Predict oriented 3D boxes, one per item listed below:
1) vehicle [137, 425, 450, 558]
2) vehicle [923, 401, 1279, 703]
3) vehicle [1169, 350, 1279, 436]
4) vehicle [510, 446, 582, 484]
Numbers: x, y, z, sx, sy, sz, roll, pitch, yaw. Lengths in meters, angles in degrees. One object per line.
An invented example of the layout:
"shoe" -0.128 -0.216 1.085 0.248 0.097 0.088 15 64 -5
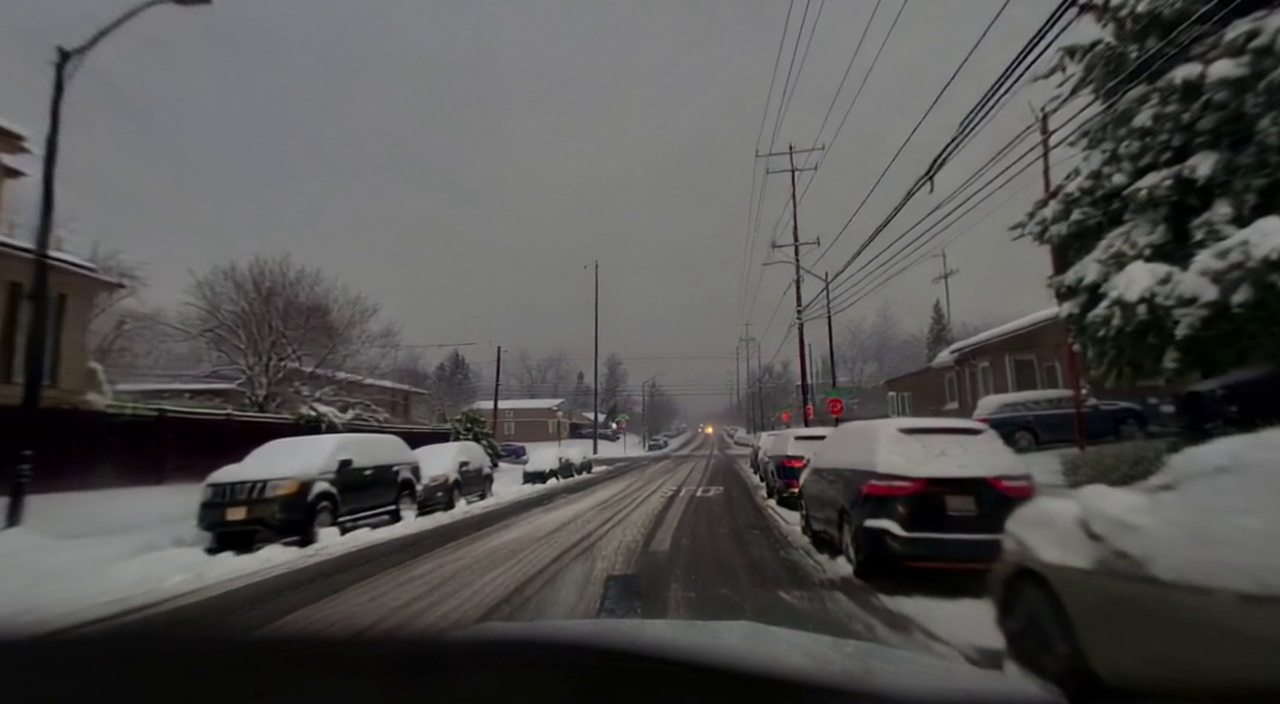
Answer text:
"vehicle" -6.117 2.516 12.443 2.359 1.947 5.833 -1 -8 7
"vehicle" 3.034 0.917 2.150 1.873 1.489 4.761 0 -8 -1
"vehicle" 12.082 0.666 10.749 1.870 1.454 4.808 0 -8 -2
"vehicle" -4.000 4.908 27.769 2.098 1.454 4.449 -1 -8 5
